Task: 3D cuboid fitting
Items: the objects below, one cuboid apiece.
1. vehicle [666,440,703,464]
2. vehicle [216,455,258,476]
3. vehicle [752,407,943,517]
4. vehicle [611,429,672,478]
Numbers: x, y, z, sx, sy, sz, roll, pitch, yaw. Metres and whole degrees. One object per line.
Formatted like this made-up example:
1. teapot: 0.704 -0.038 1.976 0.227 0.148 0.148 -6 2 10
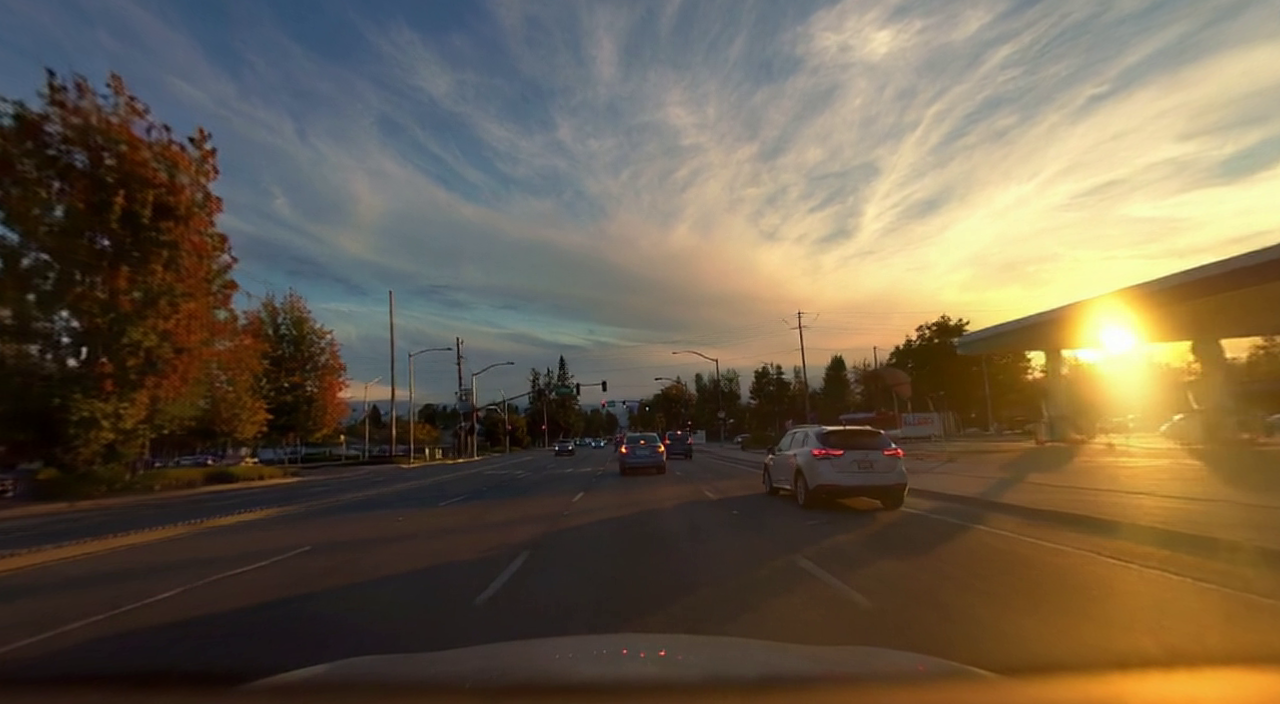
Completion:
1. vehicle: 2.589 5.909 37.603 1.822 1.331 3.583 0 -8 -3
2. vehicle: -30.785 8.587 48.141 1.948 1.452 4.370 7 -11 -41
3. vehicle: 3.868 2.182 12.975 2.116 1.791 5.006 0 -8 -1
4. vehicle: -0.009 3.898 24.428 2.164 1.718 3.881 0 -8 -2
